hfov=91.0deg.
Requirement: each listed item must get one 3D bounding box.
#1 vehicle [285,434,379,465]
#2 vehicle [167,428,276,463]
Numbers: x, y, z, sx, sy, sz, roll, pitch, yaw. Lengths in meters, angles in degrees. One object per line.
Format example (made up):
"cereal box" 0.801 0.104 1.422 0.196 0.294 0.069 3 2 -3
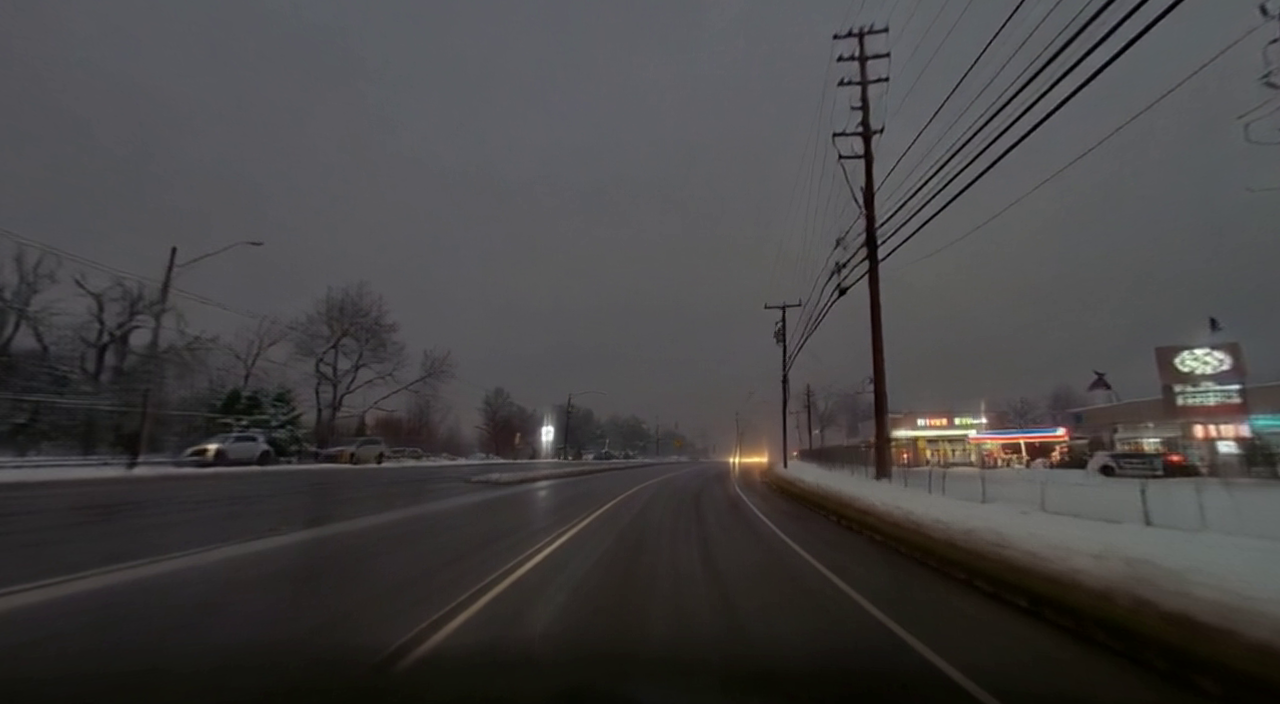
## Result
"vehicle" -20.890 6.622 42.726 5.785 2.002 2.241 -4 -9 19
"vehicle" -23.245 5.194 34.978 5.426 1.822 2.014 -2 -9 19
